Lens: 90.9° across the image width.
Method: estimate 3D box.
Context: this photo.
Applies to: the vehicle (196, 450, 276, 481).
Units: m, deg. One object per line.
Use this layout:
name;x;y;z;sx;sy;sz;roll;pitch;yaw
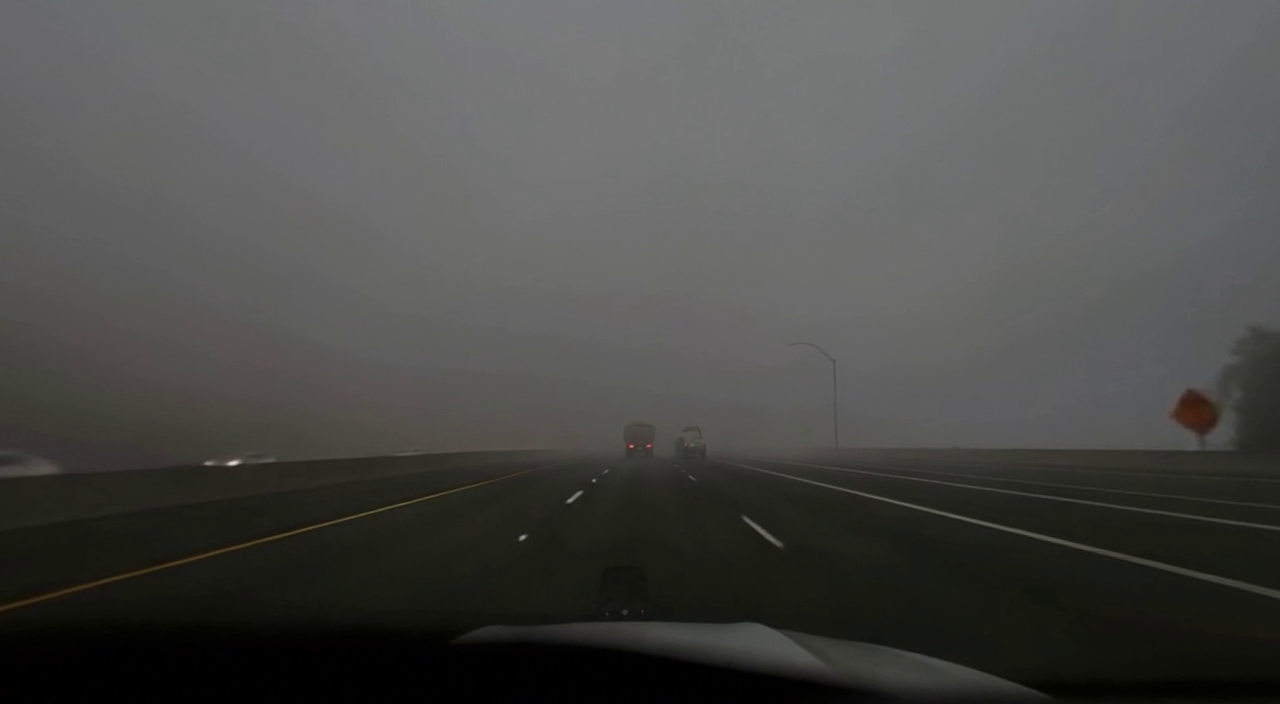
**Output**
vehicle;-27.389;7.659;42.967;2.166;1.899;4.886;0;-8;0
